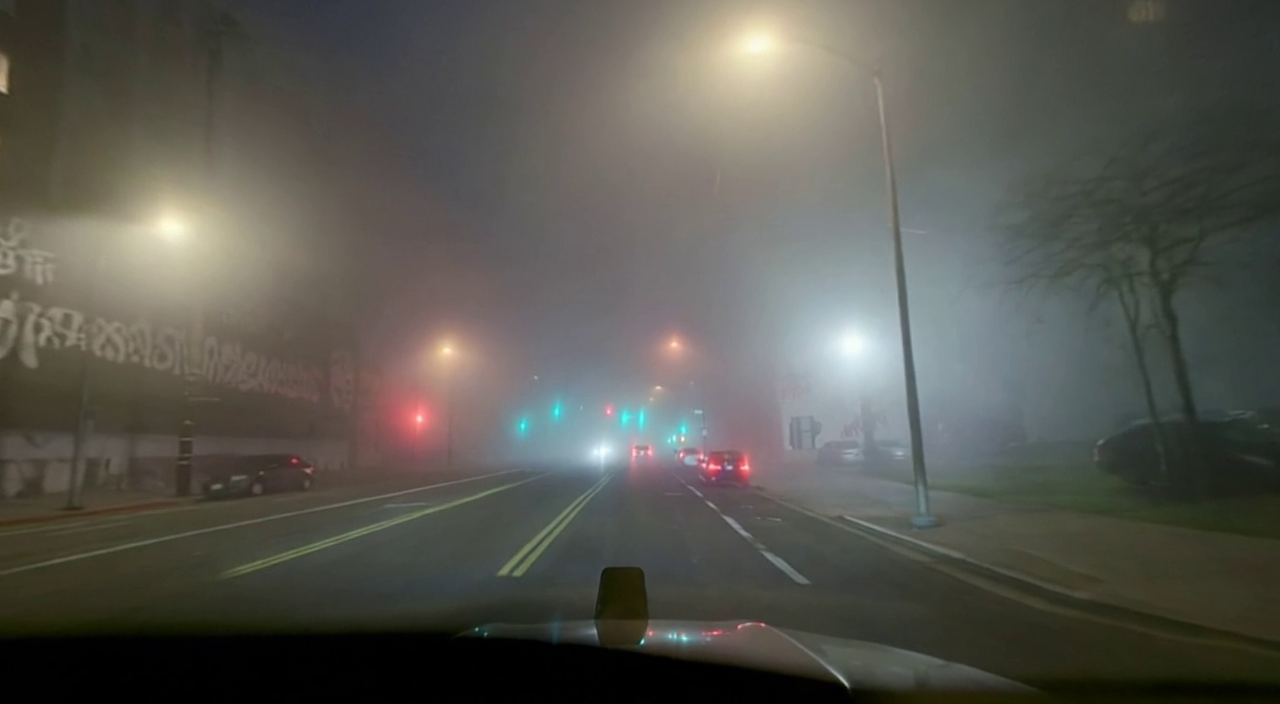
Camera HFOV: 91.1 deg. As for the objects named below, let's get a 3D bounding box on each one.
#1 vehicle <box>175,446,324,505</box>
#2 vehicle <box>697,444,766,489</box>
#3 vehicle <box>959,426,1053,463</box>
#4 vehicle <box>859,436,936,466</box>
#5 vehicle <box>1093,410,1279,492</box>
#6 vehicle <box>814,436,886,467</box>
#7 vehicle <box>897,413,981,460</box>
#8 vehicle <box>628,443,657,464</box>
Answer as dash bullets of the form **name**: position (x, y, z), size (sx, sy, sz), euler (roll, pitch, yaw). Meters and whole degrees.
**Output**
- **vehicle**: position (-15.192, 4.781, 24.967), size (2.048, 1.814, 5.998), euler (-6, -8, 1)
- **vehicle**: position (3.379, 4.321, 24.038), size (2.062, 1.535, 4.206), euler (0, -8, 0)
- **vehicle**: position (18.353, 4.659, 31.772), size (2.002, 1.731, 4.413), euler (0, -8, -1)
- **vehicle**: position (13.410, 5.166, 33.010), size (1.819, 1.450, 4.707), euler (0, -8, -4)
- **vehicle**: position (12.447, 2.102, 13.430), size (4.312, 1.578, 2.006), euler (-6, -10, 35)
- **vehicle**: position (11.037, 5.268, 33.377), size (1.956, 1.514, 4.862), euler (0, -8, -2)
- **vehicle**: position (15.747, 4.522, 33.405), size (1.969, 2.282, 4.731), euler (0, -8, -2)
- **vehicle**: position (0.225, 7.814, 48.424), size (2.153, 1.505, 4.452), euler (0, -8, 0)
